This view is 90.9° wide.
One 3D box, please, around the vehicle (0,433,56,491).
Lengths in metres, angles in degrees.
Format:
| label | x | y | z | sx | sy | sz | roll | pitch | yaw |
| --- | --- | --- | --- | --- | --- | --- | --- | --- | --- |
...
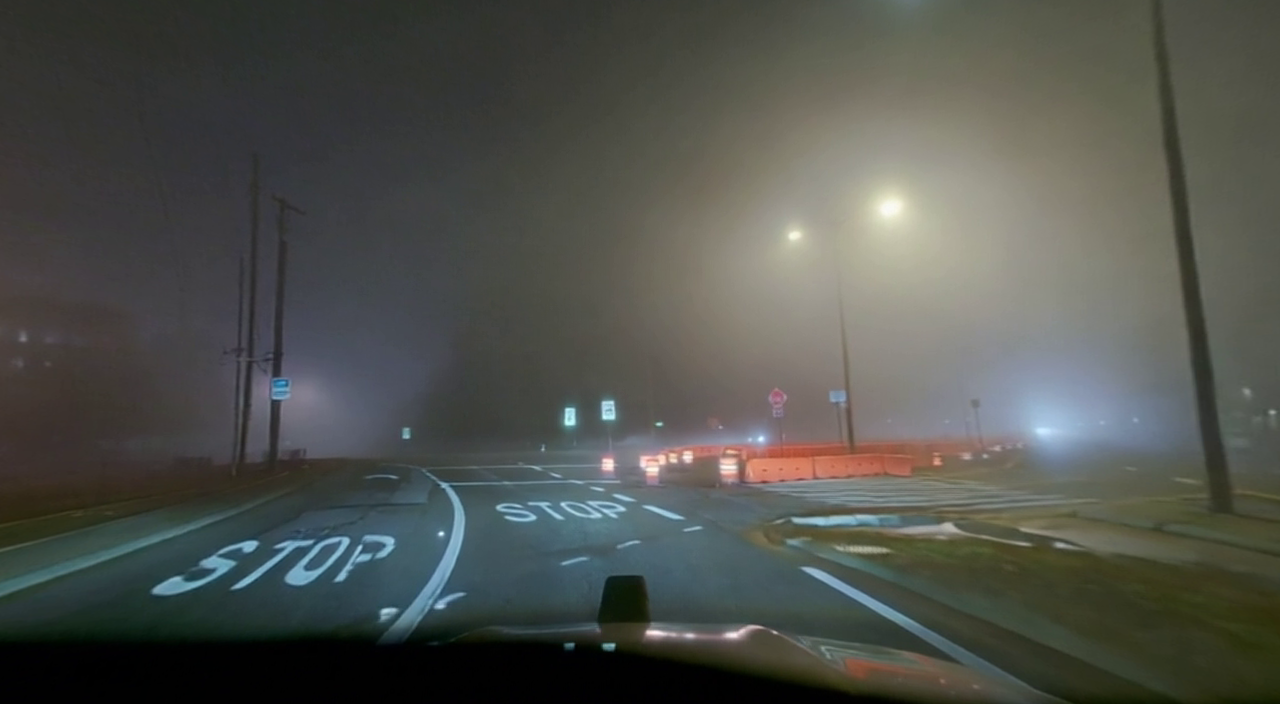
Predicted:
| label | x | y | z | sx | sy | sz | roll | pitch | yaw |
| --- | --- | --- | --- | --- | --- | --- | --- | --- | --- |
| vehicle | -20.976 | 3.573 | 20.670 | 4.292 | 1.734 | 2.159 | -8 | -11 | 42 |

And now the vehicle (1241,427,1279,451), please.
| label | x | y | z | sx | sy | sz | roll | pitch | yaw |
| --- | --- | --- | --- | --- | --- | --- | --- | --- | --- |
| vehicle | 40.305 | 5.561 | 40.088 | 1.917 | 1.466 | 4.422 | -5 | -10 | 30 |

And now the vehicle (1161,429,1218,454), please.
| label | x | y | z | sx | sy | sz | roll | pitch | yaw |
| --- | --- | --- | --- | --- | --- | --- | --- | --- | --- |
| vehicle | 37.756 | 6.184 | 43.403 | 2.023 | 1.567 | 4.283 | -5 | -10 | 29 |
